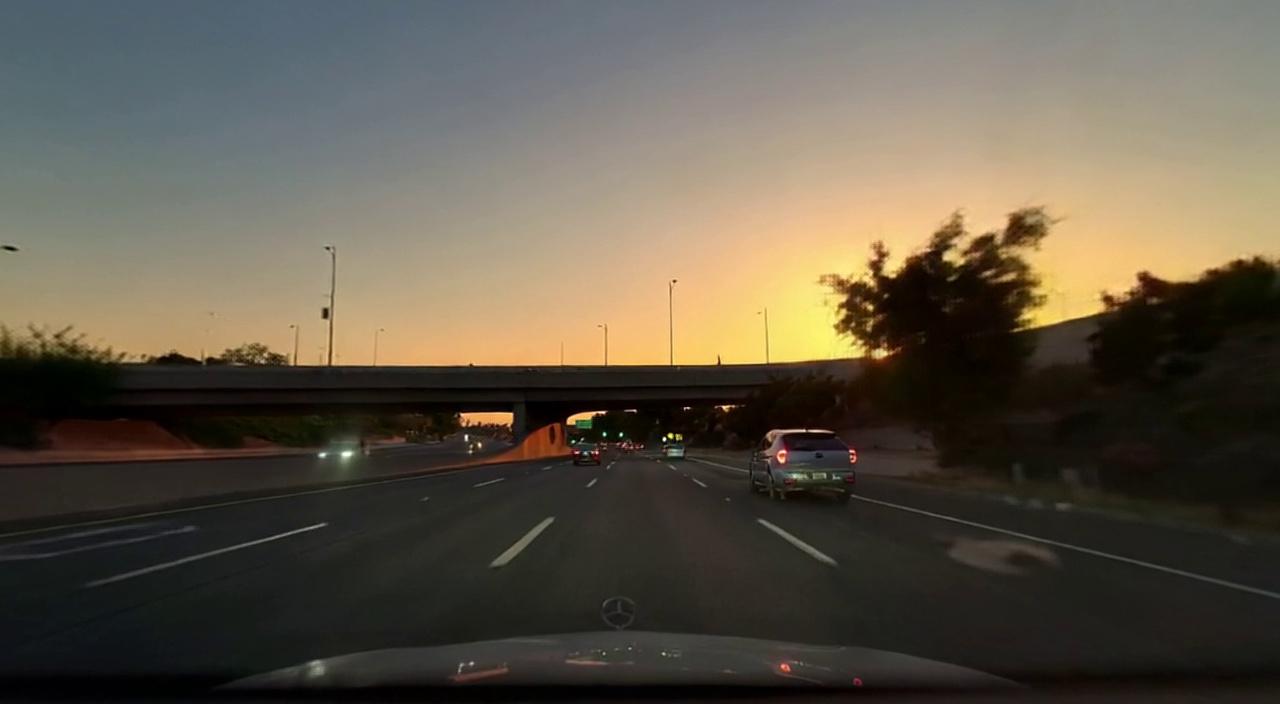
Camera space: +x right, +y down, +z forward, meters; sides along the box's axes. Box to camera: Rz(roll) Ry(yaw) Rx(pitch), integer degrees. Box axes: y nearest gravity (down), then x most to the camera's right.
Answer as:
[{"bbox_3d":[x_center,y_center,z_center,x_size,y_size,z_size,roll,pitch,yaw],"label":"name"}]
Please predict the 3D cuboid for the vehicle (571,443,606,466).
[{"bbox_3d":[-3.484,7.045,43.531,2.037,1.514,4.335,0,-9,0],"label":"vehicle"}]
